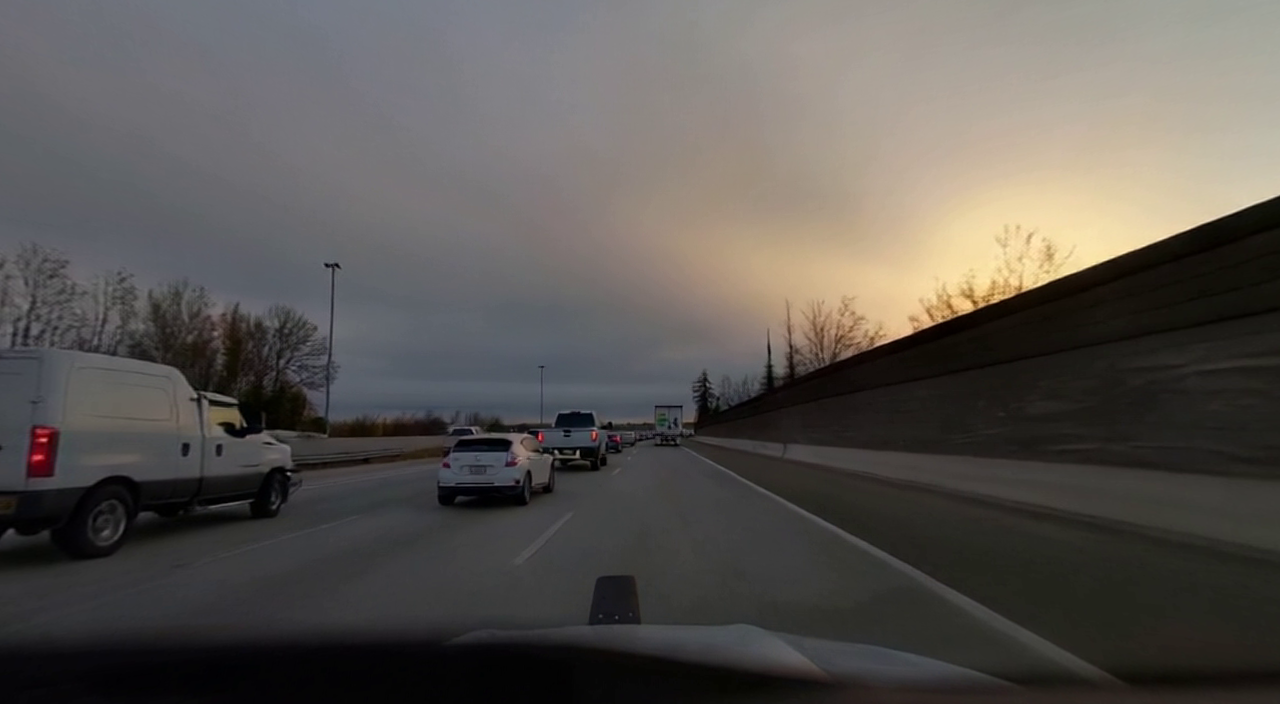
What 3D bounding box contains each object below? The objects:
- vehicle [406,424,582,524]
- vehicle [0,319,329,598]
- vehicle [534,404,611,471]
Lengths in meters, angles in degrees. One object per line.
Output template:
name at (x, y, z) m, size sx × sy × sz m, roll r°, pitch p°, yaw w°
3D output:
vehicle at (-2.421, 2.135, 11.673) m, size 2.089 × 1.485 × 4.153 m, roll 0°, pitch -8°, yaw 3°
vehicle at (-6.805, 1.309, 8.244) m, size 2.386 × 2.435 × 5.831 m, roll 0°, pitch -8°, yaw 1°
vehicle at (-2.678, 3.592, 26.454) m, size 2.427 × 2.514 × 5.159 m, roll 0°, pitch -8°, yaw 2°
